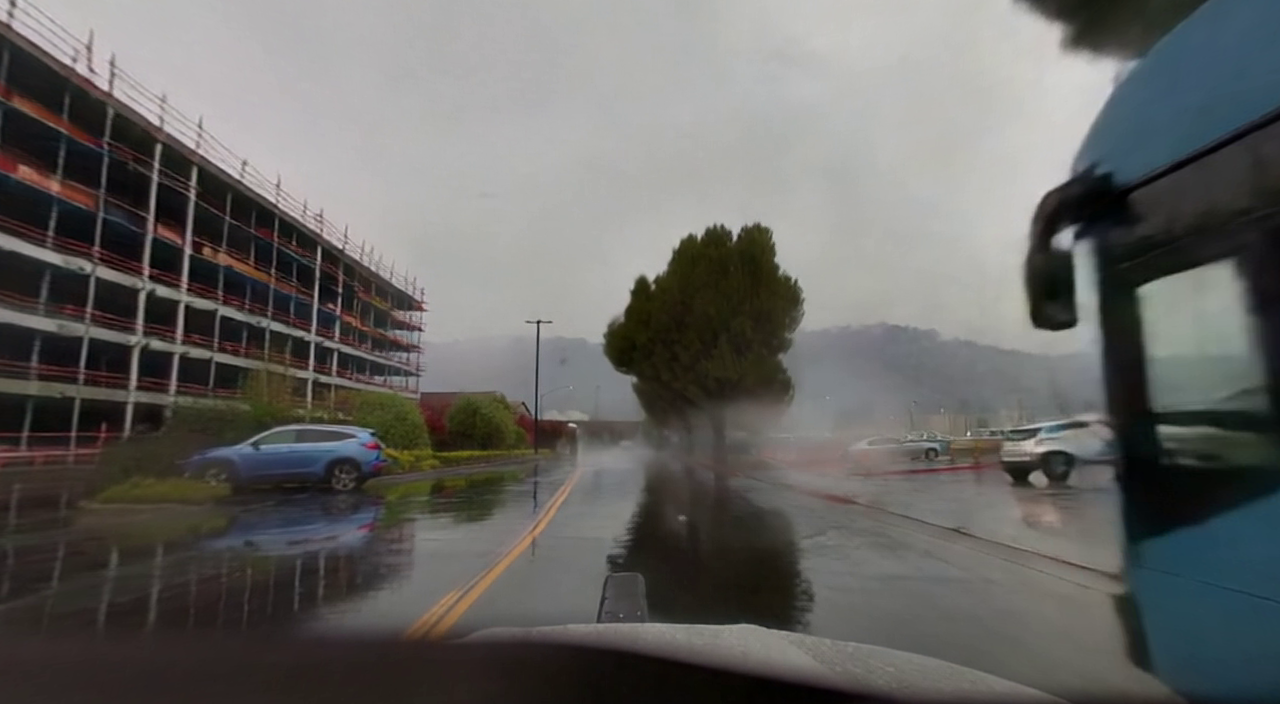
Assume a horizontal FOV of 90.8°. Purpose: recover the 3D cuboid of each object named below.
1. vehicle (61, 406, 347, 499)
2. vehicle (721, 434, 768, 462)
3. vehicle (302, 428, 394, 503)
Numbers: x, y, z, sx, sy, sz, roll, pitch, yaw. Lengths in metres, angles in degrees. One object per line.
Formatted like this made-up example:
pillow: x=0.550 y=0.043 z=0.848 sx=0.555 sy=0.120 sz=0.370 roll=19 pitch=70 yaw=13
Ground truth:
vehicle: x=-14.105 y=3.352 z=21.162 sx=7.067 sy=2.785 sz=2.980 roll=2 pitch=-9 yaw=-10
vehicle: x=7.689 y=7.185 z=47.244 sx=2.267 sy=1.911 sz=5.816 roll=0 pitch=-8 yaw=-3
vehicle: x=-8.701 y=3.346 z=19.039 sx=1.515 sy=2.074 sz=2.668 roll=0 pitch=-7 yaw=-2
